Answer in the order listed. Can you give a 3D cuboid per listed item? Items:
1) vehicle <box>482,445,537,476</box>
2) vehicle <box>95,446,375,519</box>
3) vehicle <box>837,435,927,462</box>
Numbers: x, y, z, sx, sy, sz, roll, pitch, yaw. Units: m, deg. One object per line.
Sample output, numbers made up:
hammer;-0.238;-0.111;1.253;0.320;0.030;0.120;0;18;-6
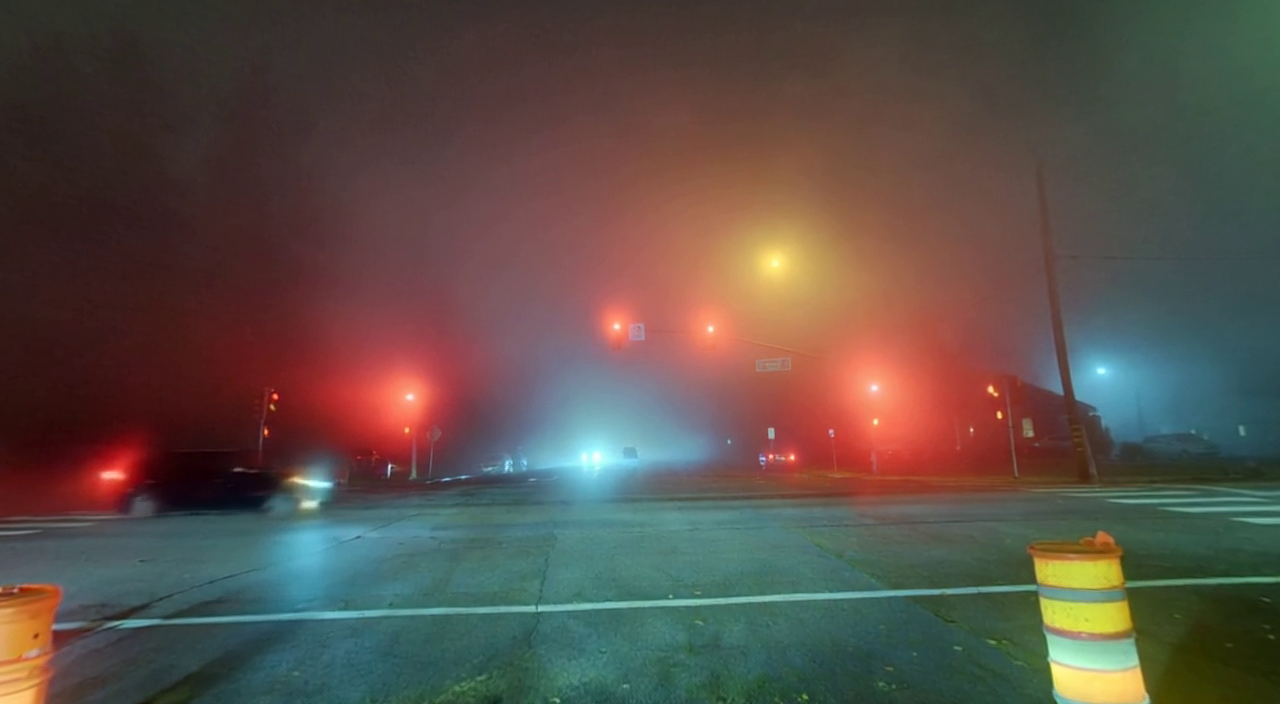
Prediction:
vehicle;-6.600;5.533;32.402;1.881;1.452;4.121;0;-8;1
vehicle;-8.872;2.871;14.237;4.860;1.483;2.077;0;-8;0
vehicle;15.379;6.173;40.320;4.892;1.656;1.856;0;-8;0
